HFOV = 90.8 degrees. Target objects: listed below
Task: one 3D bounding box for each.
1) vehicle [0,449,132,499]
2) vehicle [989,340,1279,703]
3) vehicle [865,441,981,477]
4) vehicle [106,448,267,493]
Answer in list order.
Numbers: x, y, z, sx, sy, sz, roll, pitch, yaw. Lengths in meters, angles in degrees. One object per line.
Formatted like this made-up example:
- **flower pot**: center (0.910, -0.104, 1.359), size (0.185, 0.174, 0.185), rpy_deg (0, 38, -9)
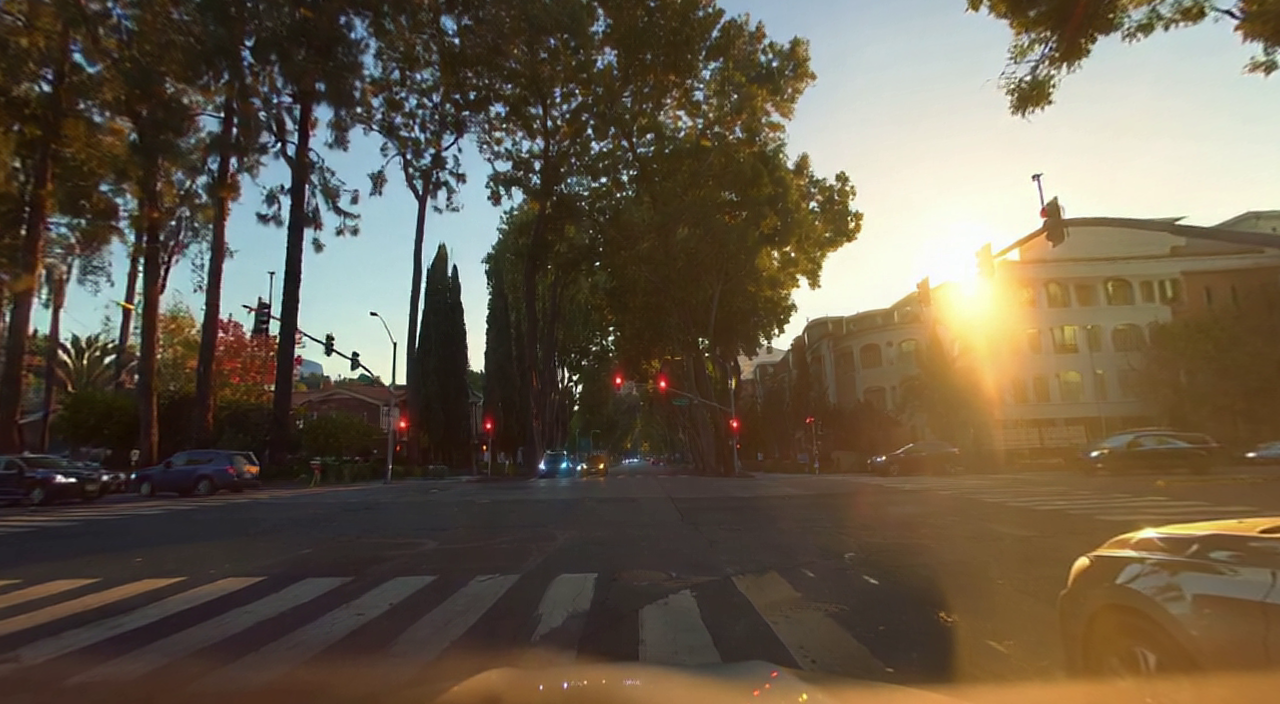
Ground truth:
- **vehicle**: center (-22.058, 4.442, 23.238), size (4.748, 1.727, 2.325), rpy_deg (0, -8, 1)
- **vehicle**: center (3.632, 0.868, 2.738), size (2.227, 1.705, 4.719), rpy_deg (-2, -8, 10)
- **vehicle**: center (15.605, 5.927, 35.123), size (5.220, 1.897, 2.596), rpy_deg (0, -8, 0)
- **vehicle**: center (-18.936, 4.986, 26.632), size (4.798, 1.763, 2.536), rpy_deg (0, -10, 0)
